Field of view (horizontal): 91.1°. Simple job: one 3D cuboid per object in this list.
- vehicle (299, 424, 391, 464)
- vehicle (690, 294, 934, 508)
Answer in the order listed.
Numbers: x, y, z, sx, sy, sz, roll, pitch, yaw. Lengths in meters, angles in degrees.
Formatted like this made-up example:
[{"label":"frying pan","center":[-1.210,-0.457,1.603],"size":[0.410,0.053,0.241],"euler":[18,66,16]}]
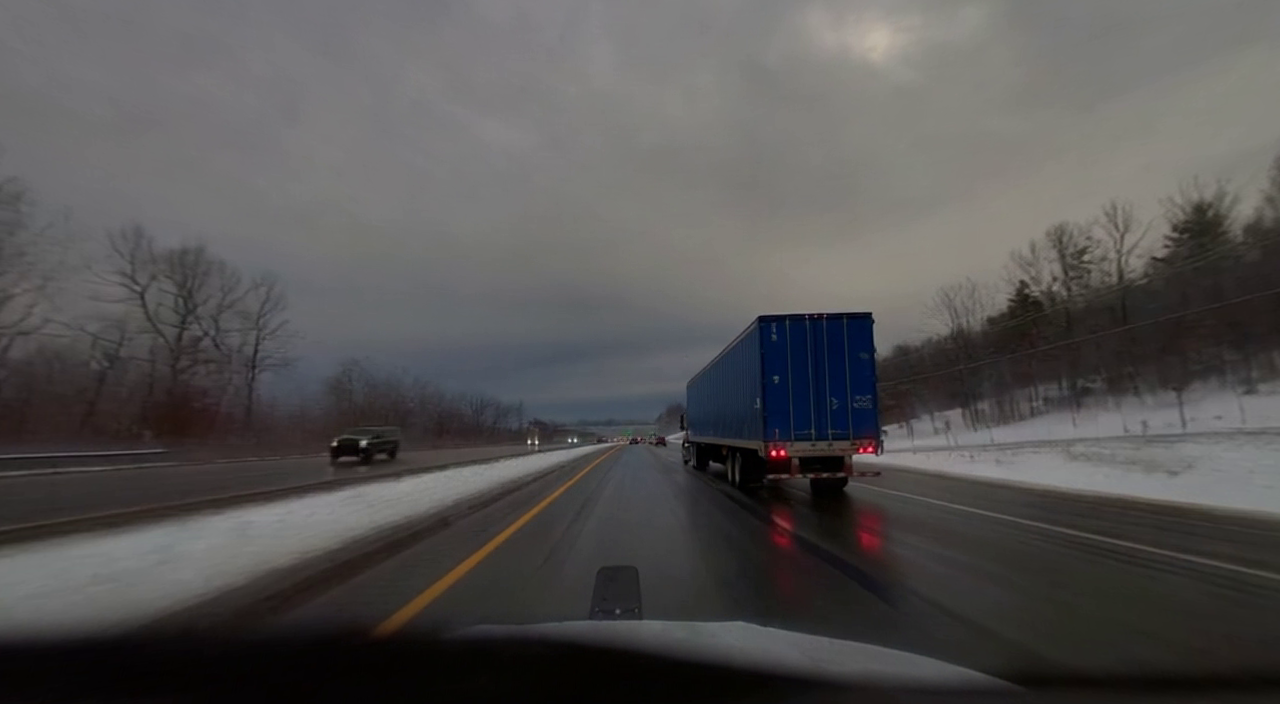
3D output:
[{"label":"vehicle","center":[-12.580,3.948,27.129],"size":[1.881,1.571,4.245],"euler":[0,-8,0]},{"label":"vehicle","center":[4.072,2.086,21.100],"size":[3.203,4.273,17.131],"euler":[0,-8,-1]}]
